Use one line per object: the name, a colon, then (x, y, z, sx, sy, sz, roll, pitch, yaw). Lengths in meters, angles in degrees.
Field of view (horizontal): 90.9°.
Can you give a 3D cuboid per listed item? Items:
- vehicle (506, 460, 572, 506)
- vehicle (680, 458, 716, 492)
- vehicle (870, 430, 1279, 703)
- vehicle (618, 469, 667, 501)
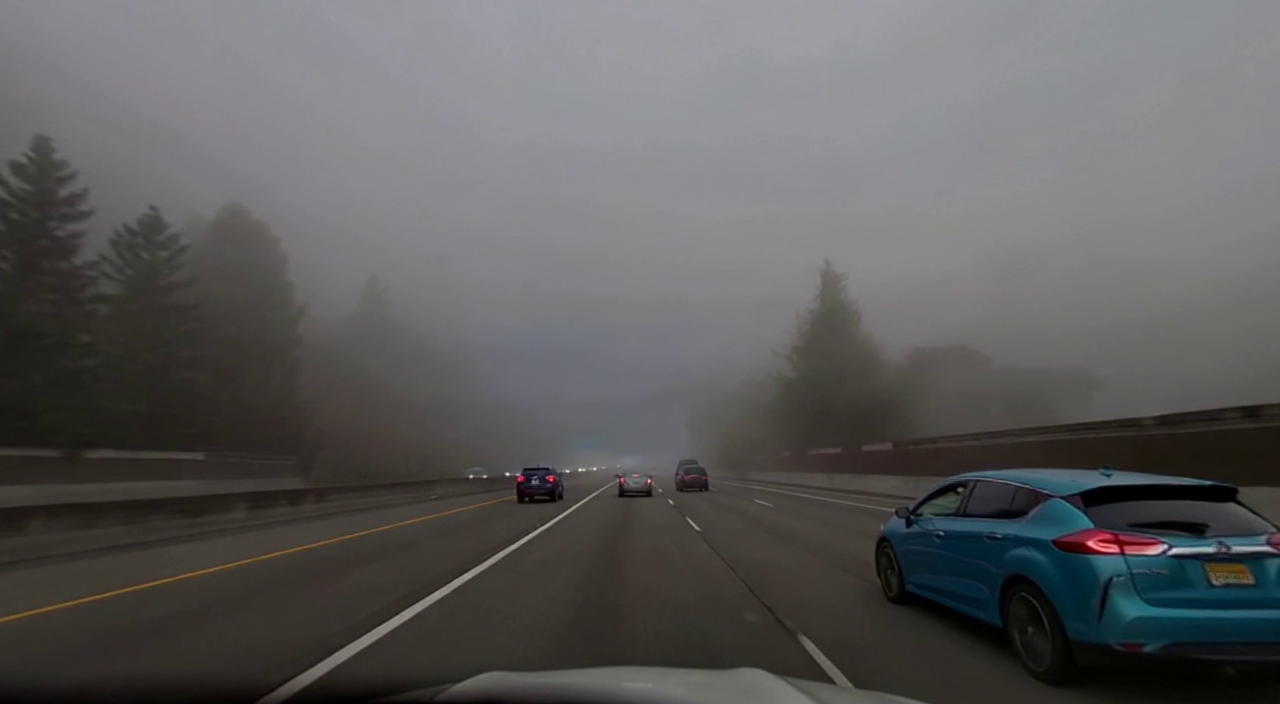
vehicle: (-4.118, 5.447, 26.398, 2.021, 1.706, 4.247, 1, -10, 0)
vehicle: (3.917, 8.356, 42.880, 2.030, 2.172, 3.621, 1, -10, -1)
vehicle: (3.594, 1.545, 5.142, 1.938, 1.561, 3.786, 1, -10, -1)
vehicle: (0.120, 6.473, 30.941, 2.241, 1.425, 3.973, 1, -10, 0)
